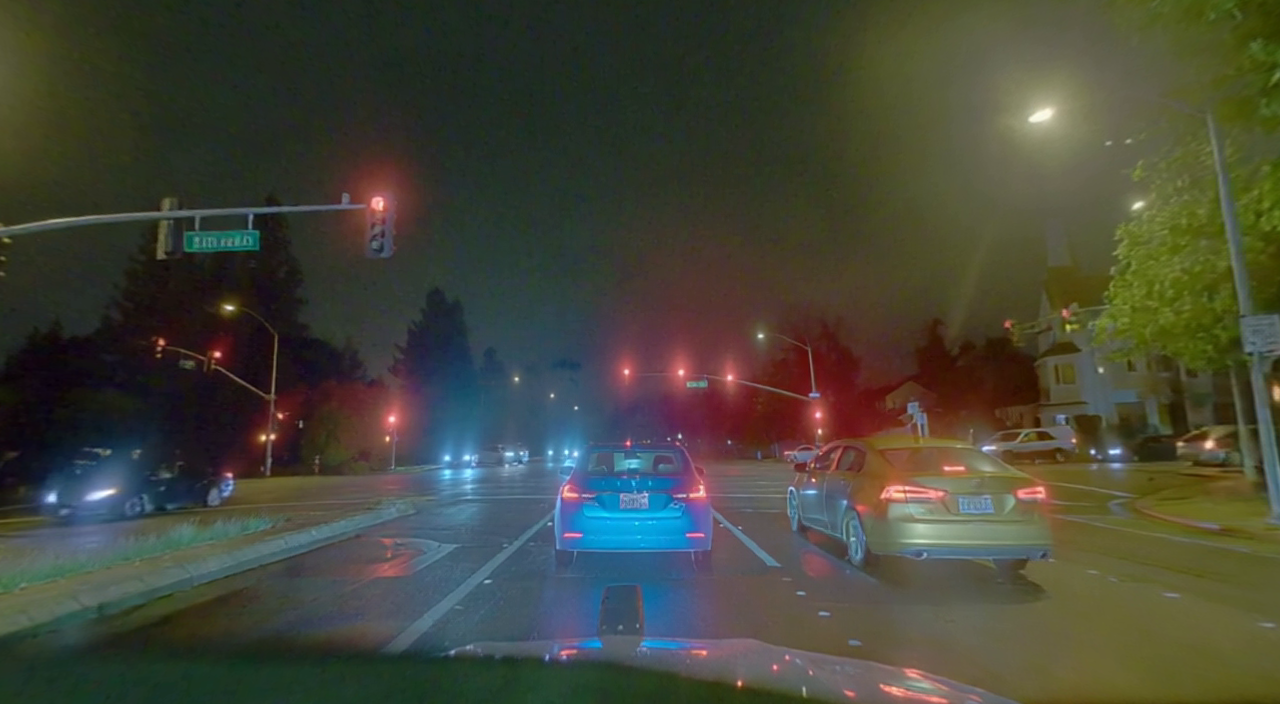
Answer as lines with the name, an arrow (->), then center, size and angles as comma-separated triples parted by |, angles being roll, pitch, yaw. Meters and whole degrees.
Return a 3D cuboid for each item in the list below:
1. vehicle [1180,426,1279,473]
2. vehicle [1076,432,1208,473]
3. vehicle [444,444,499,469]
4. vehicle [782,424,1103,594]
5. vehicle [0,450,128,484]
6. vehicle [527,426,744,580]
vehicle -> 26.703, 4.143, 26.992 | 5.073, 1.916, 2.290 | 0, -8, 1
vehicle -> 24.005, 4.792, 30.328 | 4.520, 1.762, 2.005 | -2, -8, -1
vehicle -> -11.139, 6.923, 42.195 | 2.102, 1.531, 5.072 | 0, -8, 2
vehicle -> 3.177, 1.714, 7.764 | 1.913, 1.505, 4.097 | 0, -8, 0
vehicle -> -28.287, 5.617, 31.052 | 4.538, 1.591, 1.949 | 0, -8, 1
vehicle -> -0.062, 1.780, 8.253 | 2.103, 1.478, 4.073 | 0, -8, -1
